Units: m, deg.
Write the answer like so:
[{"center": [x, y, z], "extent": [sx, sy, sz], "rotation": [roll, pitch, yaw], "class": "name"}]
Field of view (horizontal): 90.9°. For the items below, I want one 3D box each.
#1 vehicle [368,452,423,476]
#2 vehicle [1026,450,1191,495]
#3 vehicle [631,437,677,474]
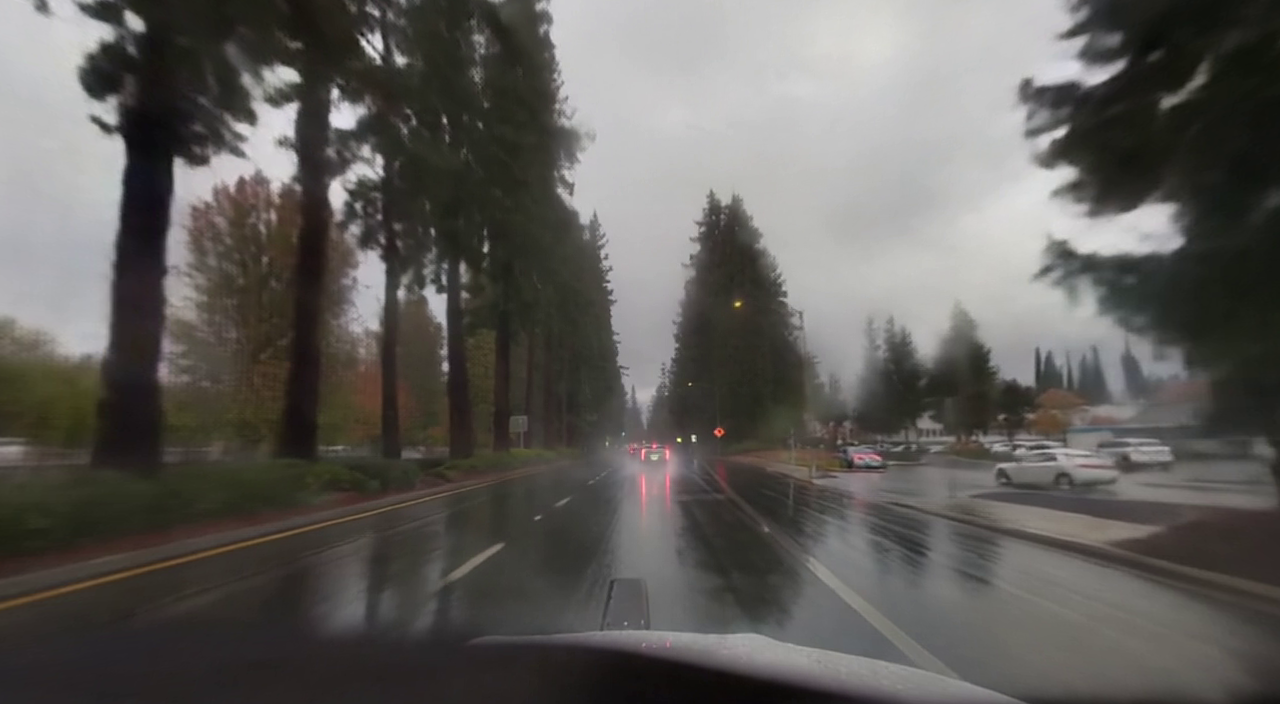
[{"center": [-16.223, 7.410, 42.019], "extent": [1.895, 1.513, 4.362], "rotation": [0, -9, 0], "class": "vehicle"}, {"center": [15.409, 3.971, 20.907], "extent": [3.913, 1.384, 1.893], "rotation": [0, -9, 2], "class": "vehicle"}, {"center": [0.666, 5.102, 31.148], "extent": [2.135, 1.691, 3.884], "rotation": [0, -9, 1], "class": "vehicle"}]
